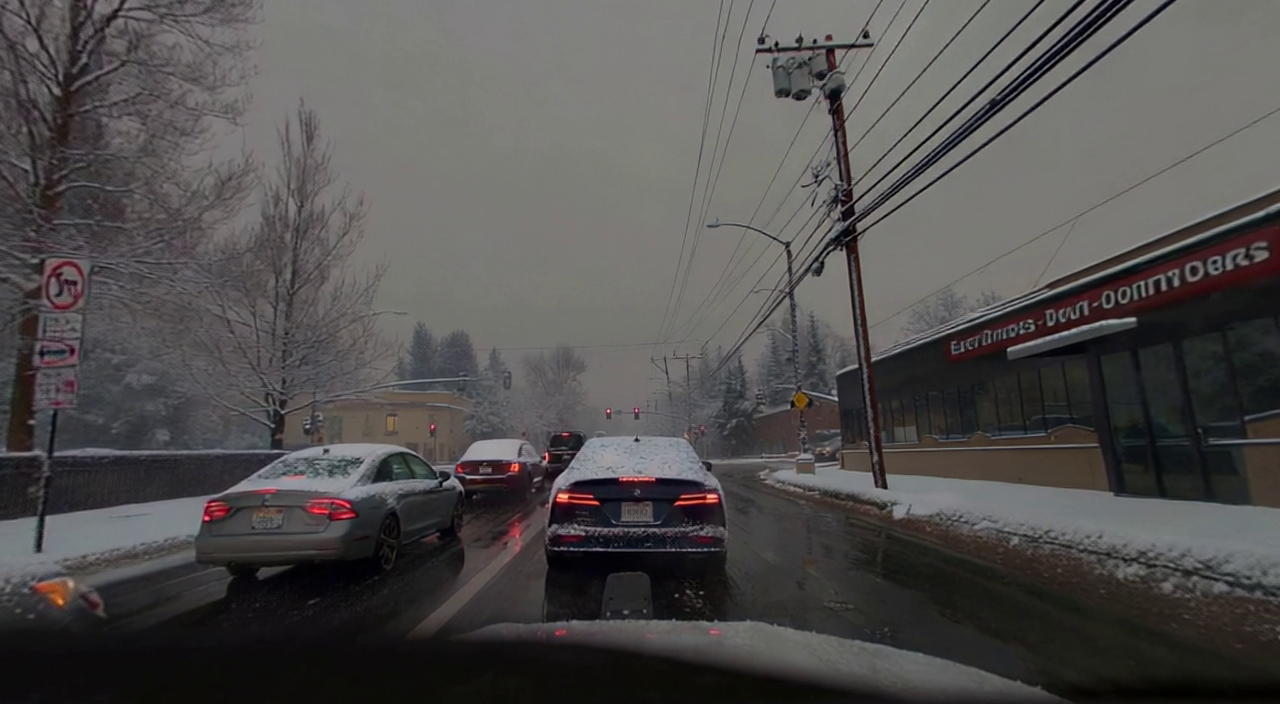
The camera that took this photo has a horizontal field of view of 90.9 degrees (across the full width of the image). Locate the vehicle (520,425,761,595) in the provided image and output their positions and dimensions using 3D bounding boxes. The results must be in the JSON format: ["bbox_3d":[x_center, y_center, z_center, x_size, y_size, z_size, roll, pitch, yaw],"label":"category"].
[{"bbox_3d":[-0.007,1.688,7.568,2.101,1.469,3.955,0,-9,0],"label":"vehicle"}]

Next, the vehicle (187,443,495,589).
[{"bbox_3d":[-3.220,1.813,7.842,1.765,1.319,4.013,0,-9,2],"label":"vehicle"}]
